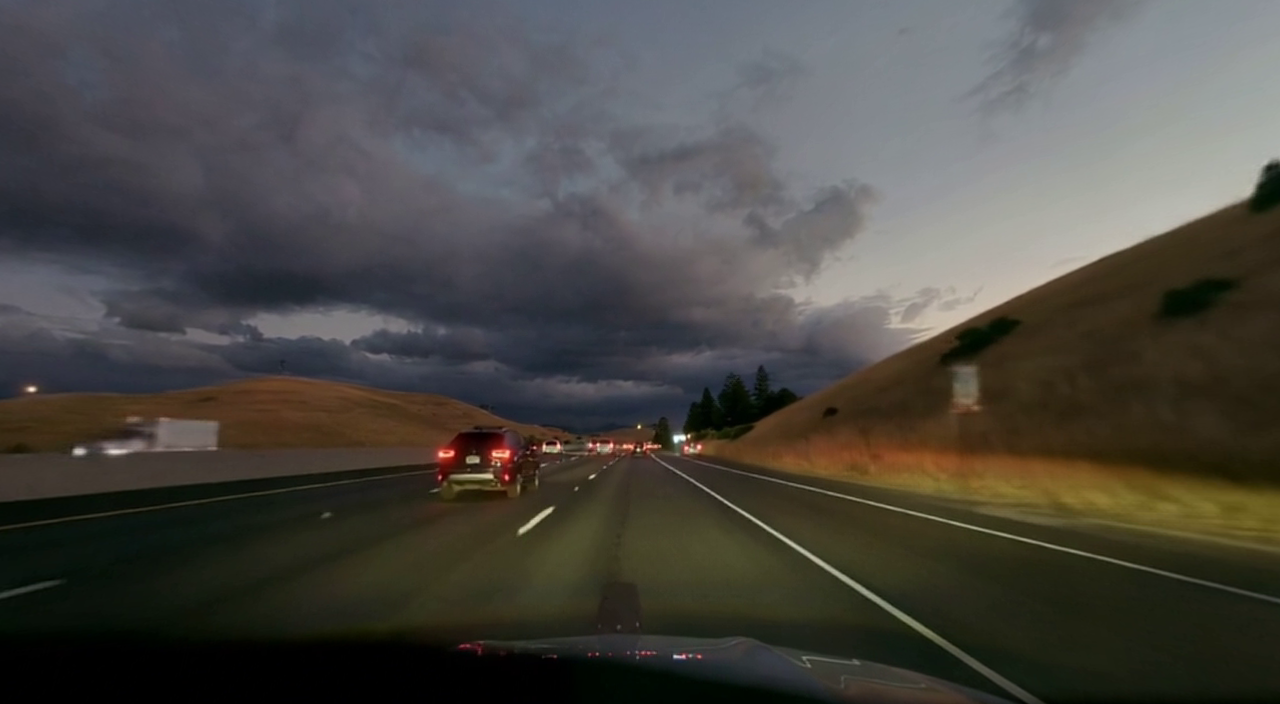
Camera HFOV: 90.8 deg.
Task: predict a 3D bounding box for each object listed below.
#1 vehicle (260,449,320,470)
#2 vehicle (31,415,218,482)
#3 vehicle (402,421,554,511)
[{"bbox_3d":[-25.586,7.886,46.370,1.905,1.441,4.388,0,-9,0],"label":"vehicle"},{"bbox_3d":[-29.407,5.598,36.895,2.891,3.388,9.456,0,-9,0],"label":"vehicle"},{"bbox_3d":[-3.388,2.510,14.370,2.166,1.700,4.661,0,-9,1],"label":"vehicle"}]
